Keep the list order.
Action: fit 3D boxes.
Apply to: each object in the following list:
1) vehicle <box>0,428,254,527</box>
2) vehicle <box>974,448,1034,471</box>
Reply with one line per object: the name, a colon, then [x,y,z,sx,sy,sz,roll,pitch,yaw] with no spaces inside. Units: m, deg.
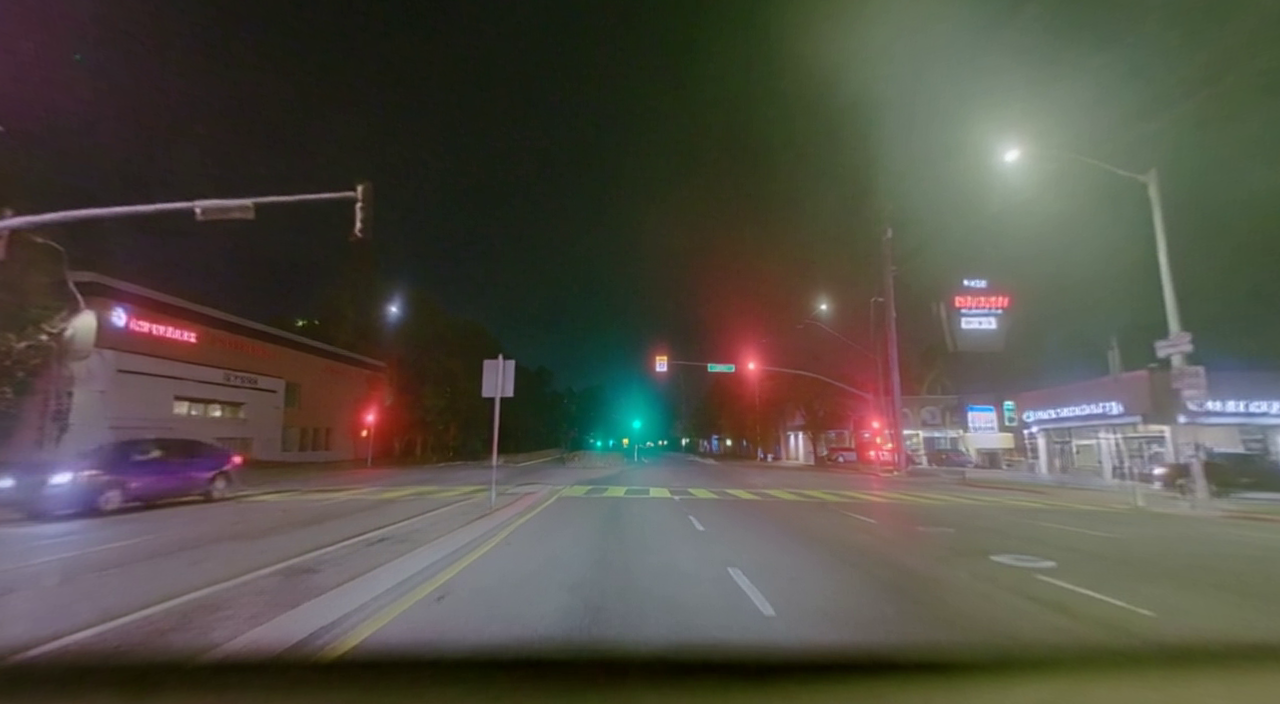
vehicle: [-11.226,2.585,13.659,2.010,1.728,4.408,-4,-9,25]
vehicle: [27.714,8.159,48.280,1.929,1.613,4.530,0,-8,2]
